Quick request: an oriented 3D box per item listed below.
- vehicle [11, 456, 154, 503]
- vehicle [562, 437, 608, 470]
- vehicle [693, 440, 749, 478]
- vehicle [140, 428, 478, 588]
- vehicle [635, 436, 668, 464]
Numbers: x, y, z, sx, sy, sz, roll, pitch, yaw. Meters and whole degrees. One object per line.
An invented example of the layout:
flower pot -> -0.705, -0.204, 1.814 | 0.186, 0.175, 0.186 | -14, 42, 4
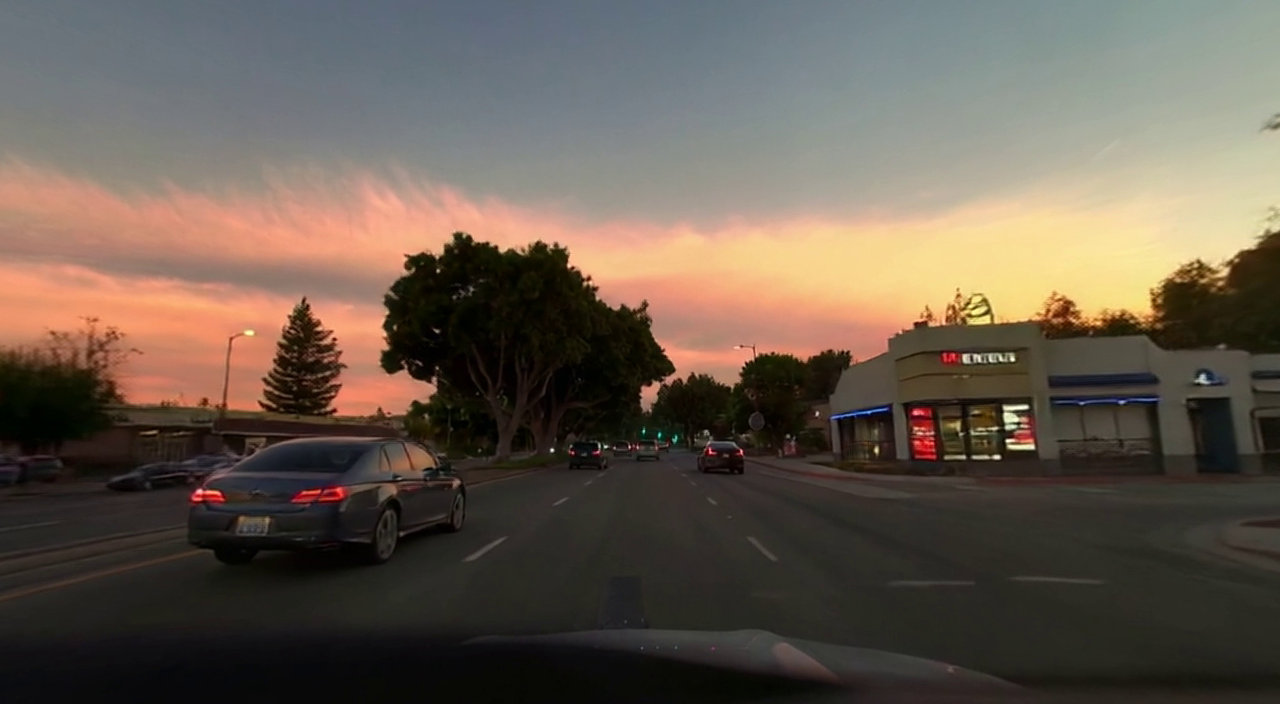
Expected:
vehicle -> -22.653, 5.149, 25.876 | 1.877, 1.467, 4.406 | -4, -7, 1
vehicle -> -2.969, 5.608, 34.894 | 2.026, 1.665, 4.193 | 0, -9, 2
vehicle -> 3.540, 4.729, 28.110 | 1.922, 1.579, 3.642 | 0, -9, -2
vehicle -> -3.675, 1.793, 8.141 | 1.908, 1.481, 4.351 | 0, -9, 1
vehicle -> 0.780, 6.728, 43.341 | 2.193, 1.873, 4.033 | 0, -9, 1
